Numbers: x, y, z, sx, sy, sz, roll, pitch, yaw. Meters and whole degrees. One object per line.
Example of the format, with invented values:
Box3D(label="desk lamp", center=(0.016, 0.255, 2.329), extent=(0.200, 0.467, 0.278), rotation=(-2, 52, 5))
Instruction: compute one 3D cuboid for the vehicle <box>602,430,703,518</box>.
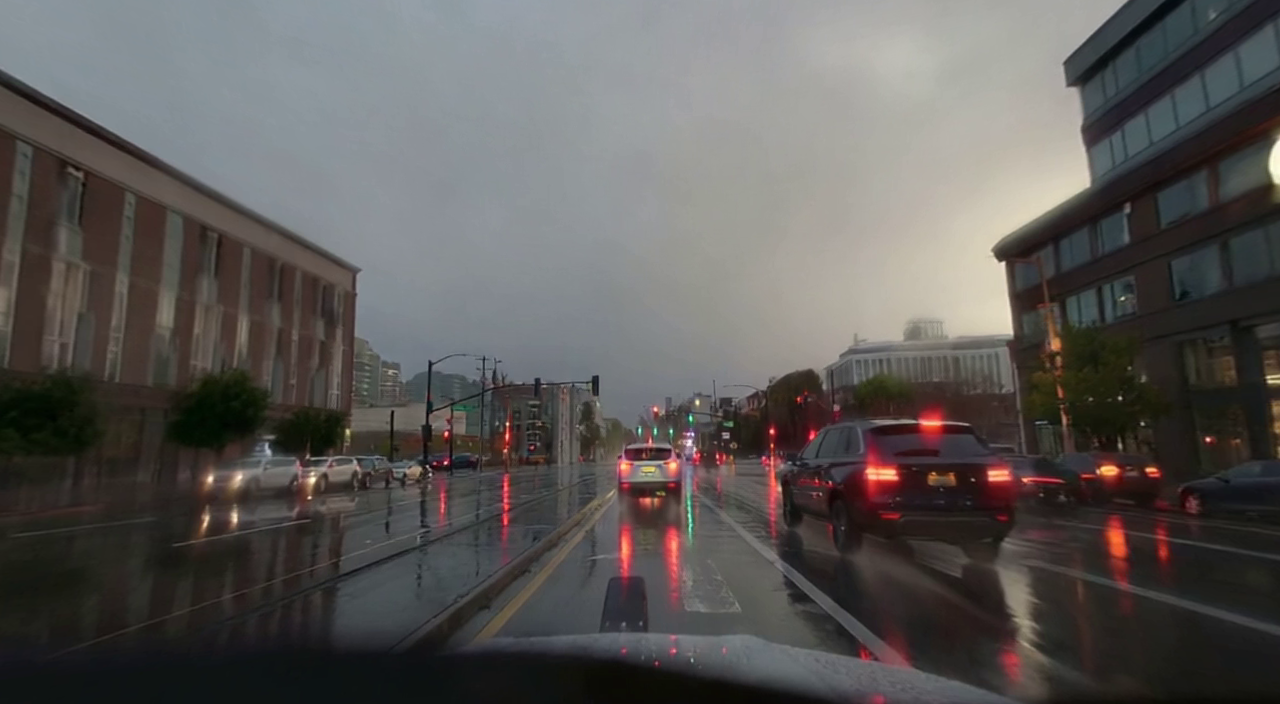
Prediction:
Box3D(label="vehicle", center=(0.290, 2.968, 15.920), extent=(2.157, 1.863, 4.665), rotation=(0, -8, 0))

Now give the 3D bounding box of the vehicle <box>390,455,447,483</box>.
Box3D(label="vehicle", center=(-14.907, 7.882, 42.773), extent=(2.096, 1.416, 4.885), rotation=(0, -5, 1))

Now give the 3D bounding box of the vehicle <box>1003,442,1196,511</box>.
Box3D(label="vehicle", center=(14.077, 3.904, 19.888), extent=(2.151, 1.833, 5.323), rotation=(-1, -11, 2))

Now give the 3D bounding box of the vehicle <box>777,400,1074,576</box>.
Box3D(label="vehicle", center=(3.720, 1.885, 9.637), extent=(2.115, 1.932, 5.189), rotation=(0, -8, 0))

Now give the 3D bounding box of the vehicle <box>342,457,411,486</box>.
Box3D(label="vehicle", center=(-14.999, 6.811, 36.226), extent=(1.792, 1.429, 5.161), rotation=(0, -8, 0))

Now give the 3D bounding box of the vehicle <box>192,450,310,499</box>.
Box3D(label="vehicle", center=(-15.196, 4.751, 24.963), extent=(1.698, 1.466, 4.713), rotation=(0, -6, 0))

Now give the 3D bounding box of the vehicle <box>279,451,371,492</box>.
Box3D(label="vehicle", center=(-15.092, 5.708, 30.594), extent=(1.825, 1.685, 5.220), rotation=(0, -8, -1))
